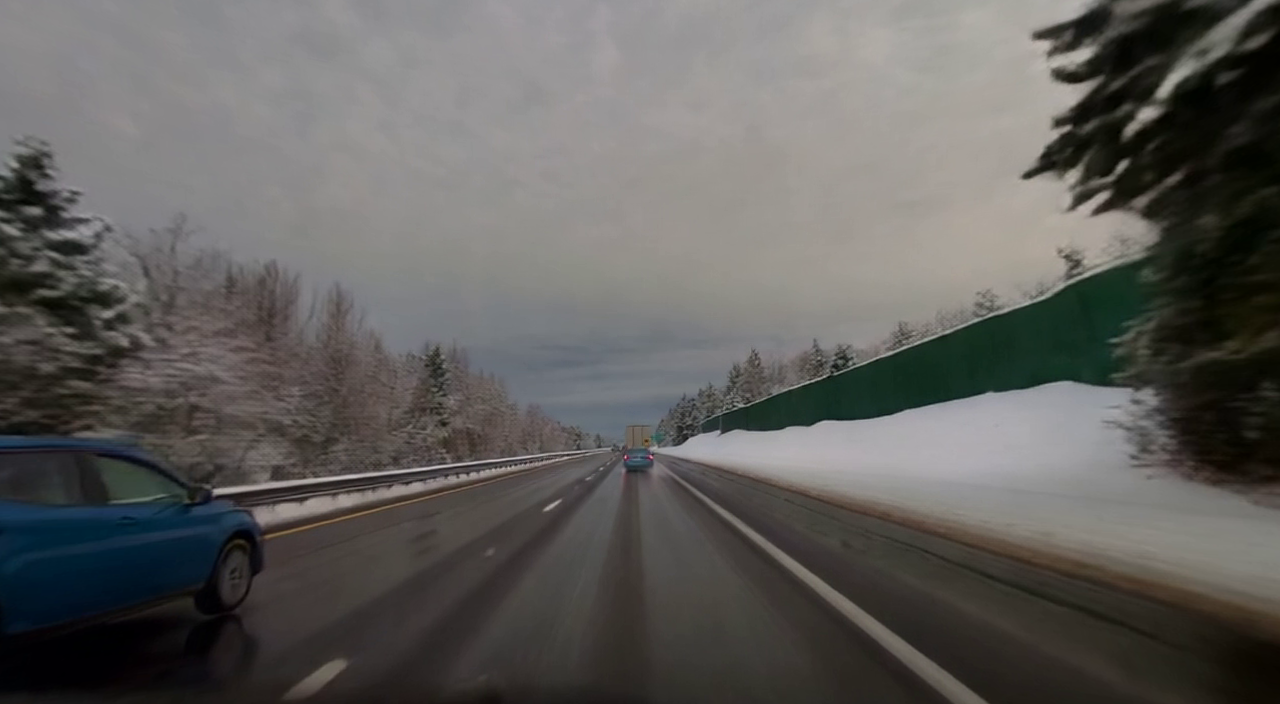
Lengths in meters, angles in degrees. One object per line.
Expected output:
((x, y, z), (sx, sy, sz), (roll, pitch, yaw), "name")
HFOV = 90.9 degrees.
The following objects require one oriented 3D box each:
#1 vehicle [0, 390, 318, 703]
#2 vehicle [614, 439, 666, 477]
((-3.887, 1.035, 3.469), (2.054, 1.536, 4.128), (0, -8, 0), "vehicle")
((-0.052, 4.510, 27.073), (2.057, 1.516, 4.065), (0, -8, -1), "vehicle")
